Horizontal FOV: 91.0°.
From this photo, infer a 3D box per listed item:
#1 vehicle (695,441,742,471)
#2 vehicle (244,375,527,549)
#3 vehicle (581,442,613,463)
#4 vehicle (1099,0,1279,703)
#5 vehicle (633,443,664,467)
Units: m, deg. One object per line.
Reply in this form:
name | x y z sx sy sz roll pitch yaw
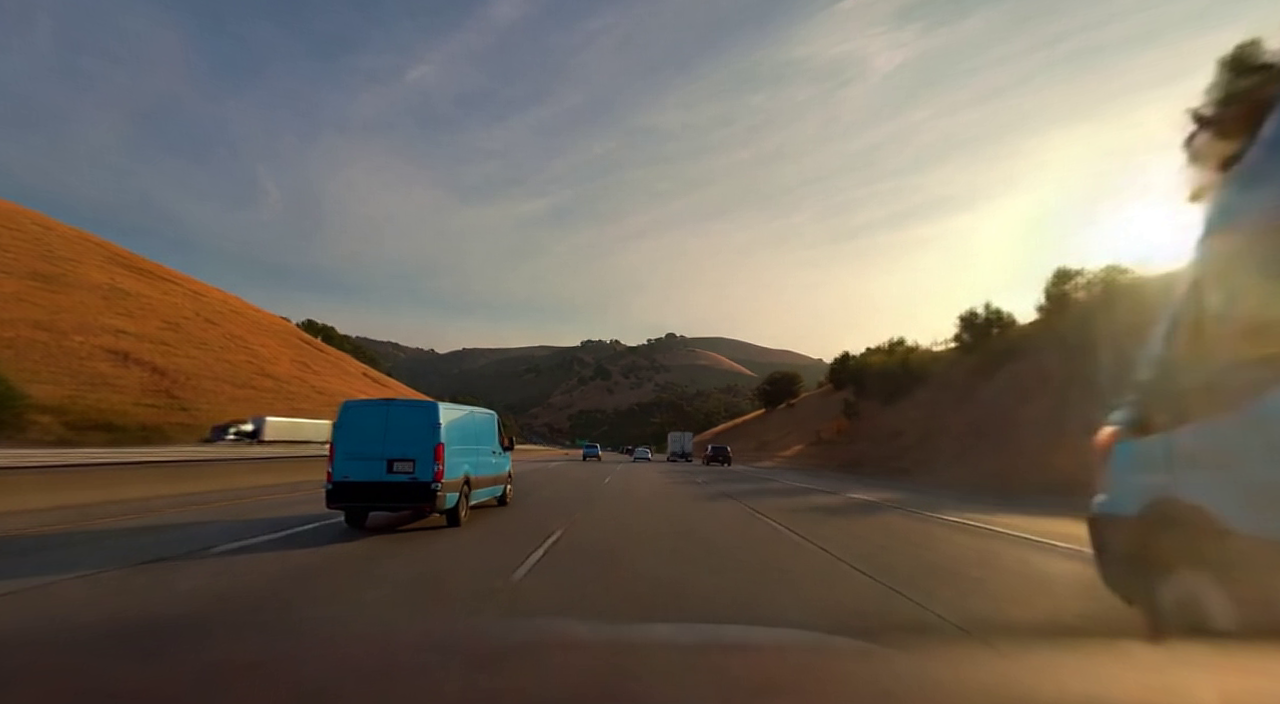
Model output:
vehicle | 4.436 5.965 36.173 2.051 1.598 4.145 0 -9 -1
vehicle | -3.738 1.825 10.918 2.421 2.203 5.775 0 -9 1
vehicle | -3.281 7.735 48.558 2.138 1.581 4.340 0 -9 0
vehicle | 4.208 -0.326 0.186 2.764 3.260 7.019 0 -9 0
vehicle | 0.518 6.919 42.572 2.014 1.543 3.804 0 -9 0
